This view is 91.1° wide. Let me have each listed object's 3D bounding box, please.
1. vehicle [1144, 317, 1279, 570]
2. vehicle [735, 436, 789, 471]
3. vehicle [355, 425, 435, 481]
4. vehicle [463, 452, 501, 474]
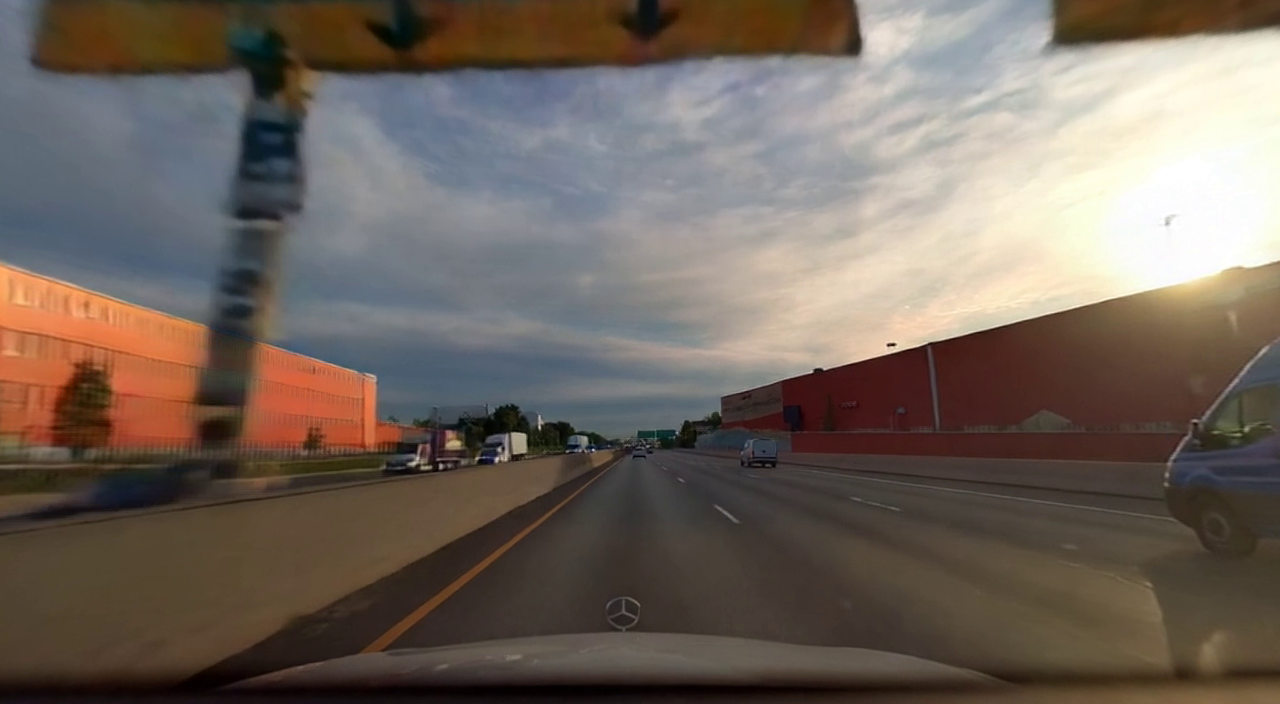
[{"bbox_3d":[7.903,0.735,5.189,2.283,2.631,6.053,0,-9,-1],"label":"vehicle"},{"bbox_3d":[7.348,6.164,38.360,2.156,1.943,5.010,0,-9,-1],"label":"vehicle"},{"bbox_3d":[-16.037,6.669,41.643,2.894,3.430,5.832,0,-9,0],"label":"vehicle"},{"bbox_3d":[-11.434,8.035,45.677,1.741,1.447,3.839,0,-9,1],"label":"vehicle"}]
